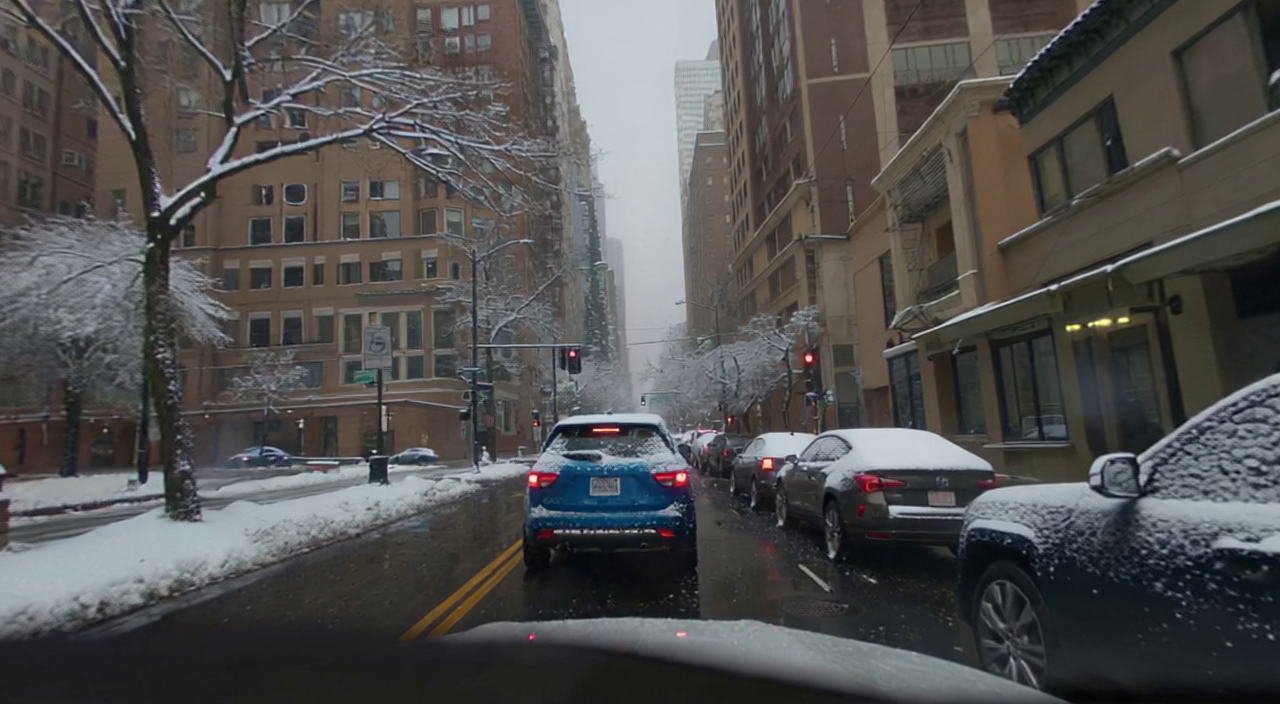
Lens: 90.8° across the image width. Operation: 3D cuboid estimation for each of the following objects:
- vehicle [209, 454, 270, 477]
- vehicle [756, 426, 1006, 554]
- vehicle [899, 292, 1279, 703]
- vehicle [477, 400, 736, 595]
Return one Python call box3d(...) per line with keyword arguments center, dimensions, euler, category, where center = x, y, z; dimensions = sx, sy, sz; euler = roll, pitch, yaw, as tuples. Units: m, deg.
box3d(center=(-27.917, 7.891, 44.237), dimensions=(1.967, 1.428, 4.832), euler=(1, -9, -12), category="vehicle")
box3d(center=(3.281, 1.983, 9.826), dimensions=(1.941, 1.482, 4.632), euler=(0, -9, -2), category="vehicle")
box3d(center=(2.994, 0.749, 2.258), dimensions=(2.063, 1.760, 4.664), euler=(0, -9, -1), category="vehicle")
box3d(center=(-0.342, 1.578, 7.639), dimensions=(2.249, 1.684, 4.084), euler=(0, -9, -2), category="vehicle")
